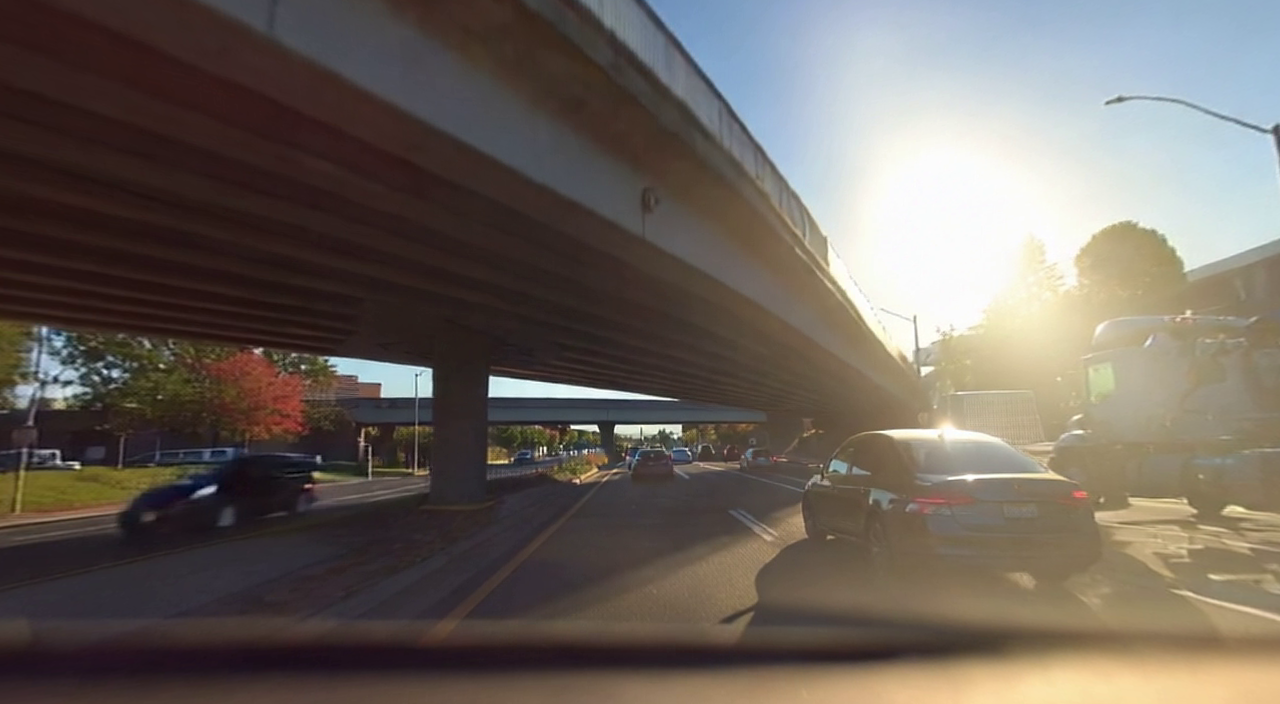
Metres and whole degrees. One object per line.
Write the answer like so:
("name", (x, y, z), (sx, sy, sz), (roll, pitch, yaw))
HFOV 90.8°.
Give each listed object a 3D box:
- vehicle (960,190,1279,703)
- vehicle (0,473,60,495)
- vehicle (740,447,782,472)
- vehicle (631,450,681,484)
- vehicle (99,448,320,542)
("vehicle", (3.523, 0.556, 1.833), (2.588, 2.321, 4.927), (0, -8, 1))
("vehicle", (-44.968, 9.611, 45.977), (3.685, 1.468, 1.662), (0, -9, -1))
("vehicle", (7.626, 6.840, 40.254), (1.890, 1.478, 4.093), (0, -8, 0))
("vehicle", (0.677, 5.003, 27.828), (2.027, 1.341, 3.775), (0, -8, 1))
("vehicle", (-8.742, 2.867, 13.334), (1.897, 1.663, 3.838), (0, -8, 0))
